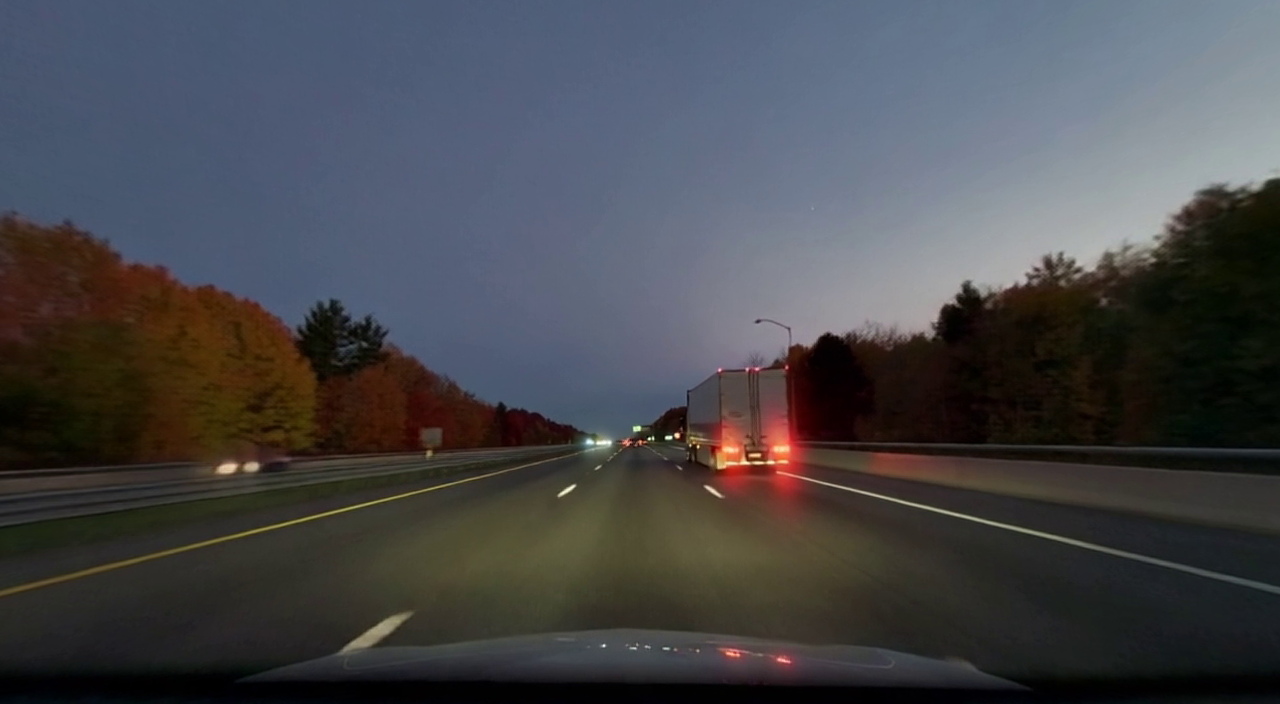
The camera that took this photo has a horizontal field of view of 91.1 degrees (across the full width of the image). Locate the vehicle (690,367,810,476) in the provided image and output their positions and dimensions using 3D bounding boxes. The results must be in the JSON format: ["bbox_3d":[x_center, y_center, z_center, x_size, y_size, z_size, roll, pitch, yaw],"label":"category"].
[{"bbox_3d":[4.260,3.078,26.853,3.348,3.847,8.908,0,-8,-1],"label":"vehicle"}]

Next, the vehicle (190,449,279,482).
[{"bbox_3d":[-21.293,5.943,33.225,1.867,1.515,4.266,0,-8,0],"label":"vehicle"}]
